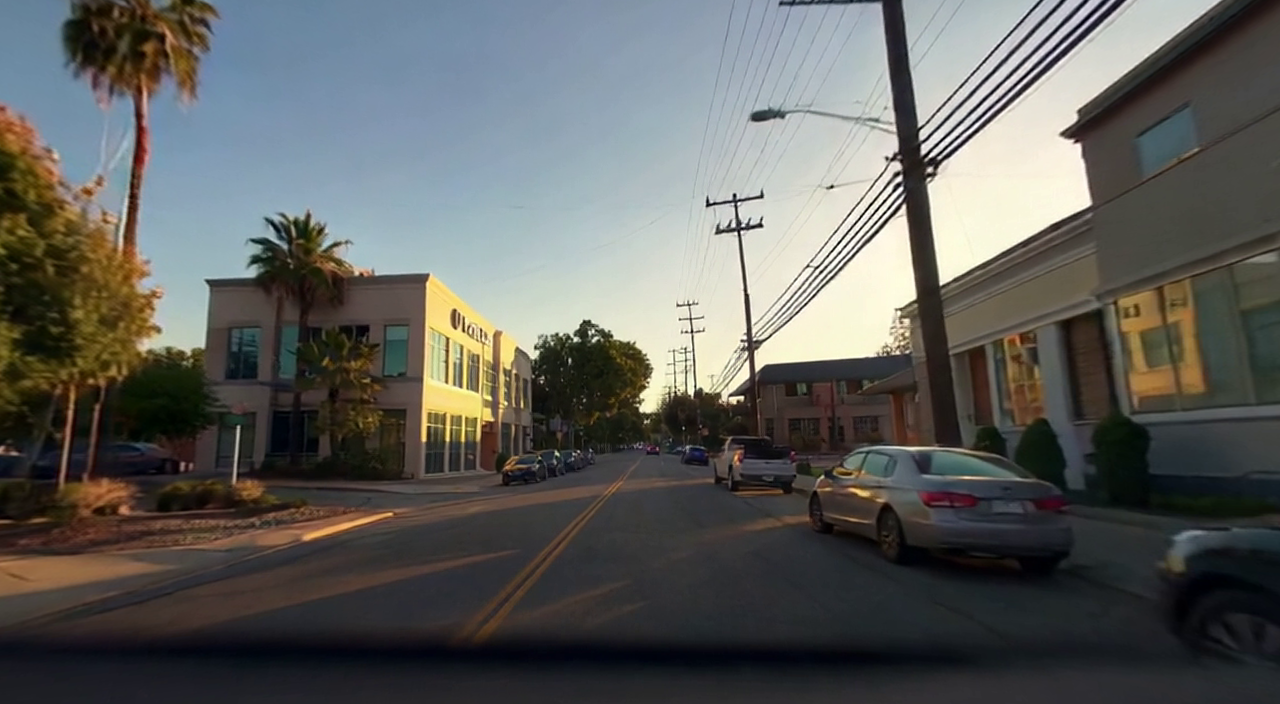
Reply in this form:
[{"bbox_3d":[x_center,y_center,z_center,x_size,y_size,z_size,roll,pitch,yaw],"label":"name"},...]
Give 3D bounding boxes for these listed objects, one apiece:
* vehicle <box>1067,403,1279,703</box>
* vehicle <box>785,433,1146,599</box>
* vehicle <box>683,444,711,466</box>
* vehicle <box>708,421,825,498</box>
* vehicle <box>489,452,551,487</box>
[{"bbox_3d":[3.688,0.817,1.440,1.961,1.546,4.857,0,-8,-1],"label":"vehicle"},{"bbox_3d":[3.593,1.867,8.294,2.060,1.513,4.741,0,-8,-3],"label":"vehicle"},{"bbox_3d":[4.357,7.921,48.870,1.948,1.607,4.873,-1,-8,3],"label":"vehicle"},{"bbox_3d":[3.816,3.401,20.456,2.485,2.123,6.029,0,-8,-1],"label":"vehicle"},{"bbox_3d":[-5.696,5.626,30.572,1.982,1.453,4.577,0,-8,1],"label":"vehicle"}]
